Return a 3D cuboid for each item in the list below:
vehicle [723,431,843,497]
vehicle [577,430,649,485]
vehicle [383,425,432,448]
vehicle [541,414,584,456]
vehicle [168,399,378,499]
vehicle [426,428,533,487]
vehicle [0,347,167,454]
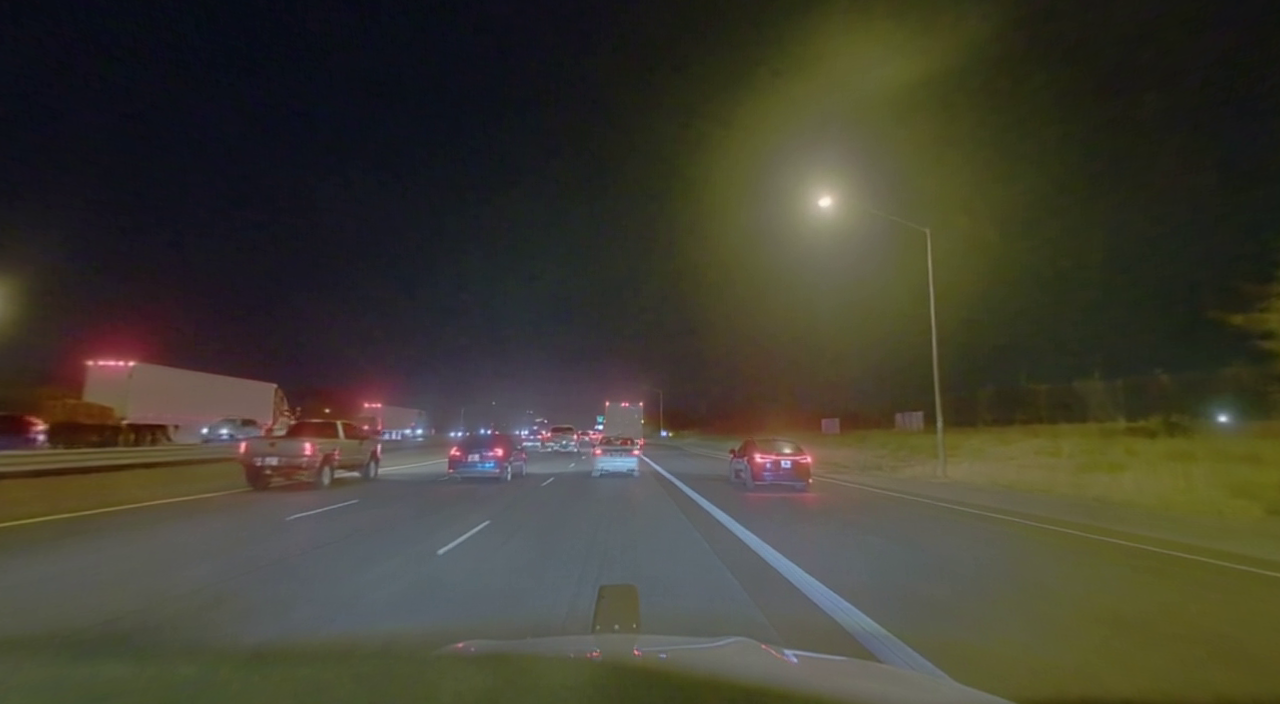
[{"bbox_3d":[3.574,2.862,16.650,1.981,1.474,4.396,0,-8,-2],"label":"vehicle"},{"bbox_3d":[-0.790,3.150,19.184,1.980,1.478,3.758,0,-8,-1],"label":"vehicle"},{"bbox_3d":[-16.096,5.886,43.765,1.885,1.496,4.446,0,-8,-3],"label":"vehicle"},{"bbox_3d":[-5.093,5.581,42.284,2.303,2.610,6.579,0,-8,-3],"label":"vehicle"},{"bbox_3d":[-8.211,2.226,14.759,2.158,1.943,4.662,0,-8,-1],"label":"vehicle"},{"bbox_3d":[-4.502,3.021,18.392,2.046,1.493,4.384,0,-8,-1],"label":"vehicle"},{"bbox_3d":[-23.135,2.114,25.918,2.975,3.953,5.356,1,-8,-2],"label":"vehicle"}]
